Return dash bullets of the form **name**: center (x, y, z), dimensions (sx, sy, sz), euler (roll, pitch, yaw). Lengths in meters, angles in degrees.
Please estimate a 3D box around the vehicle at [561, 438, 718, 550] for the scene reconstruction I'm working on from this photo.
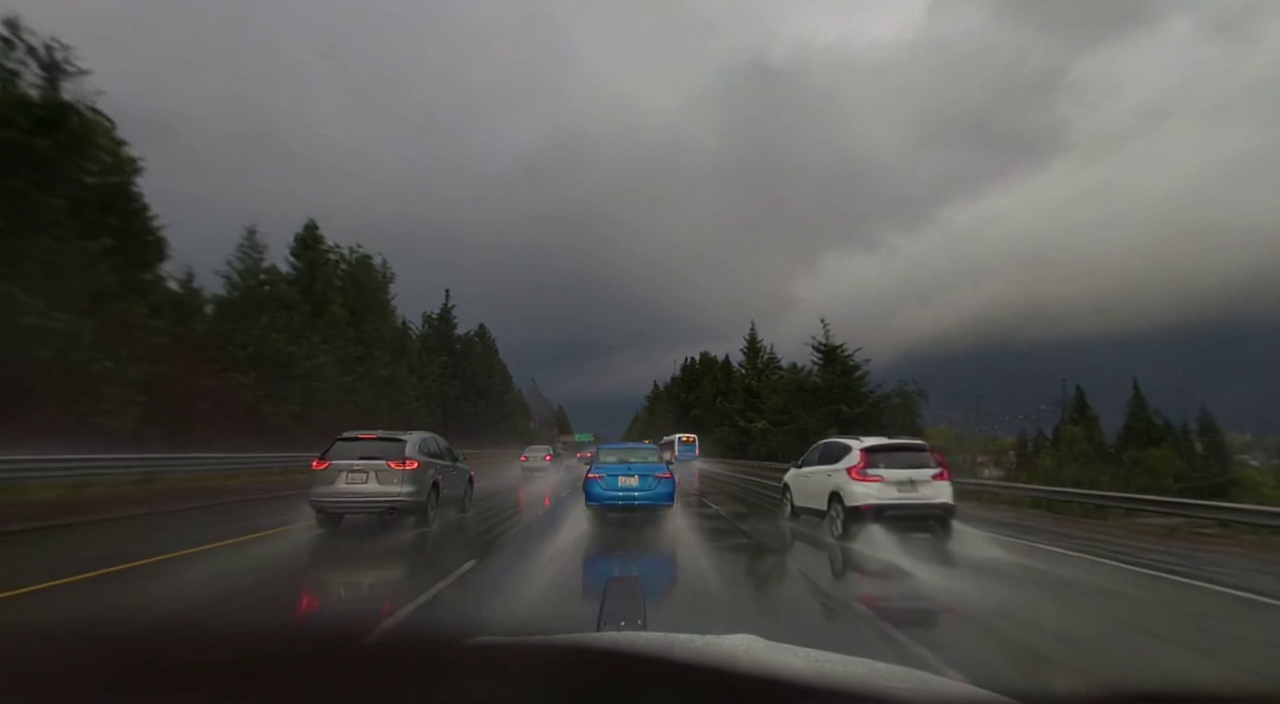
- **vehicle**: center (-0.075, 2.250, 10.683), dimensions (2.120, 1.478, 4.179), euler (0, -9, -2)

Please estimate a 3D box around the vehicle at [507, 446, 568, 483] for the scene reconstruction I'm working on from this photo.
- **vehicle**: center (-4.515, 5.007, 28.297), dimensions (2.122, 1.491, 3.800), euler (0, -9, -1)

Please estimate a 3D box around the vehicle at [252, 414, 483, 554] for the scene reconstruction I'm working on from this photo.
- **vehicle**: center (-3.880, 1.950, 9.903), dimensions (1.830, 1.703, 4.142), euler (0, -9, -1)

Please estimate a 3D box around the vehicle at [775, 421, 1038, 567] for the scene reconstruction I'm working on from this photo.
- **vehicle**: center (3.592, 1.993, 9.553), dimensions (1.996, 1.688, 4.207), euler (0, -9, -2)
